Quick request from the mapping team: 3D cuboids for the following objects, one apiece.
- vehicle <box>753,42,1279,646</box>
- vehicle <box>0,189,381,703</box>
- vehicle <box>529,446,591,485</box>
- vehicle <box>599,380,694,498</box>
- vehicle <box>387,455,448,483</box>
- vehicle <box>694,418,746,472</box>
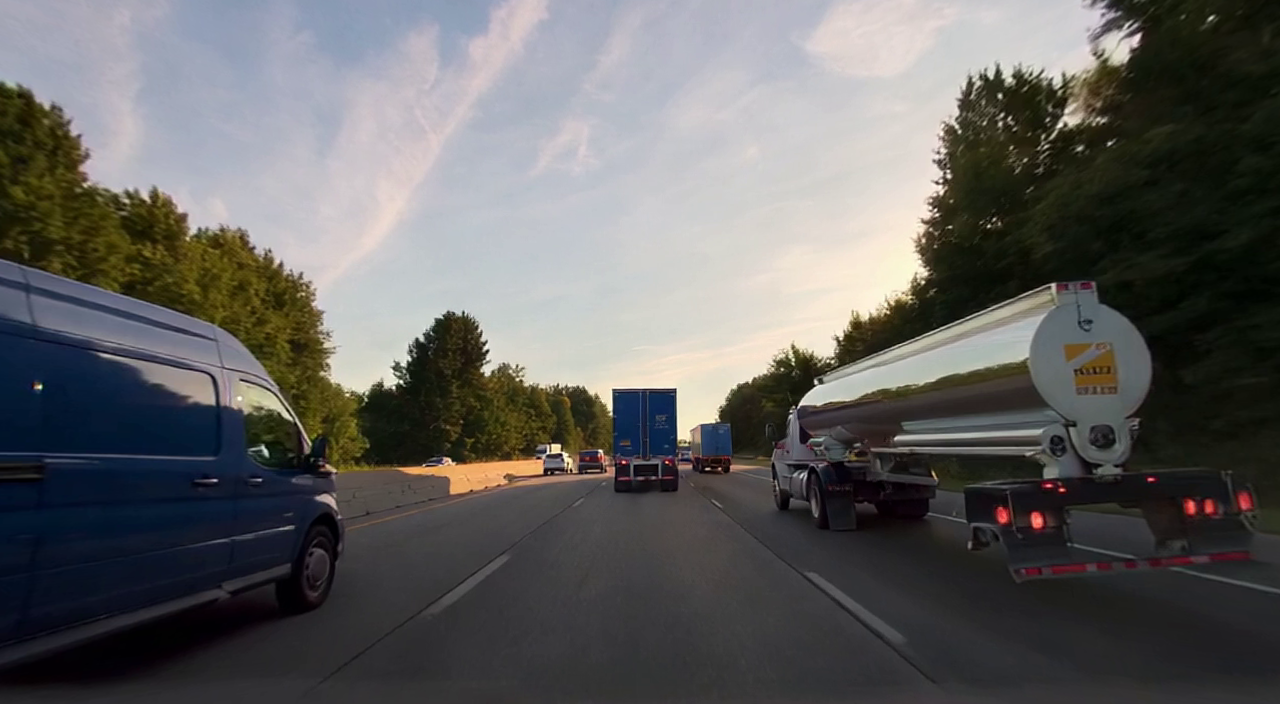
[{"bbox_3d":[4.458,0.720,10.159,3.139,4.152,11.915,0,-9,0],"label":"vehicle"},{"bbox_3d":[-4.194,0.675,3.712,2.525,2.572,6.260,0,-9,1],"label":"vehicle"},{"bbox_3d":[-3.599,5.197,29.245,2.134,1.652,4.439,0,-9,3],"label":"vehicle"},{"bbox_3d":[0.169,3.299,23.245,2.773,3.455,9.118,0,-9,0],"label":"vehicle"},{"bbox_3d":[-12.803,6.727,36.608,1.946,1.484,4.319,0,-9,1],"label":"vehicle"},{"bbox_3d":[5.772,7.073,47.360,2.706,3.500,11.483,0,-9,2],"label":"vehicle"}]
